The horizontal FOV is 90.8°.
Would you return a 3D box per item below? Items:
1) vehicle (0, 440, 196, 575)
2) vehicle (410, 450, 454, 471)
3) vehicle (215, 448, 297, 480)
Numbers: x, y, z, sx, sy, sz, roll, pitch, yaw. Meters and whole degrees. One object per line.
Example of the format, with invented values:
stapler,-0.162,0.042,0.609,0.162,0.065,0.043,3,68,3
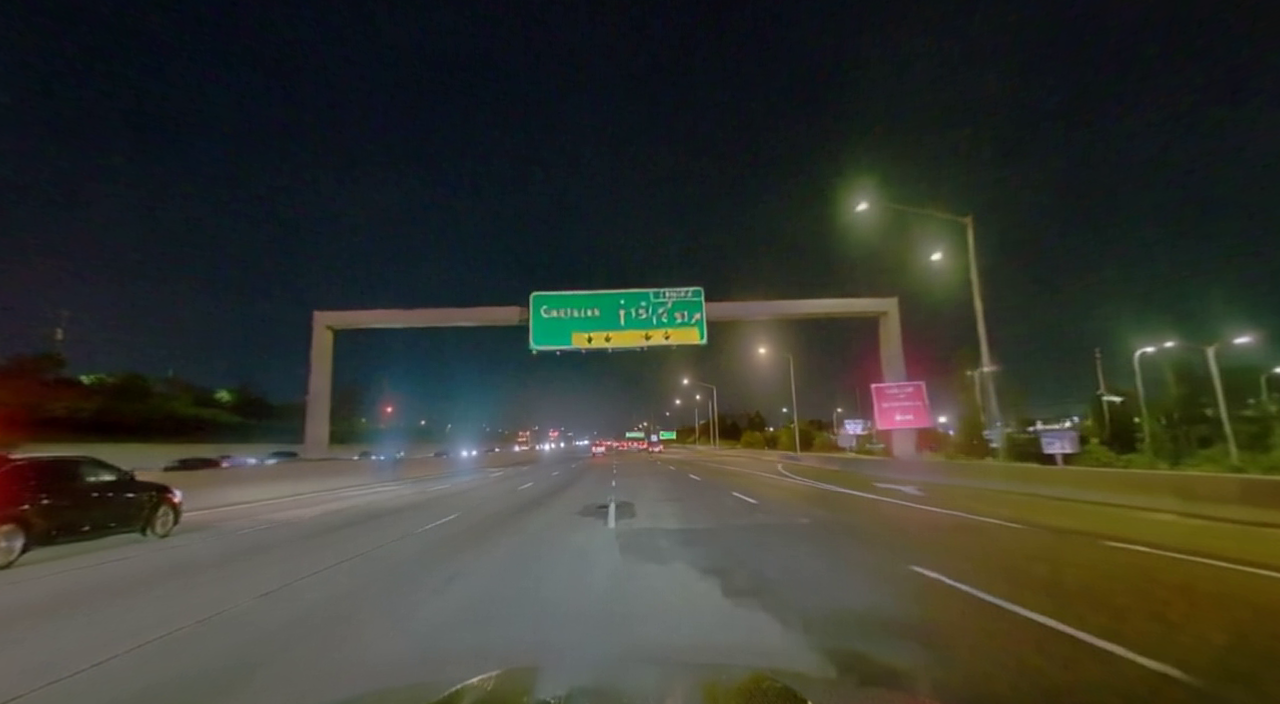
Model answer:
vehicle,-8.298,1.912,8.088,2.060,1.507,4.494,0,-9,-2
vehicle,-15.235,7.954,46.464,1.869,1.438,4.435,0,-9,-2
vehicle,-21.726,6.337,35.951,2.044,1.654,4.344,0,-9,-2
